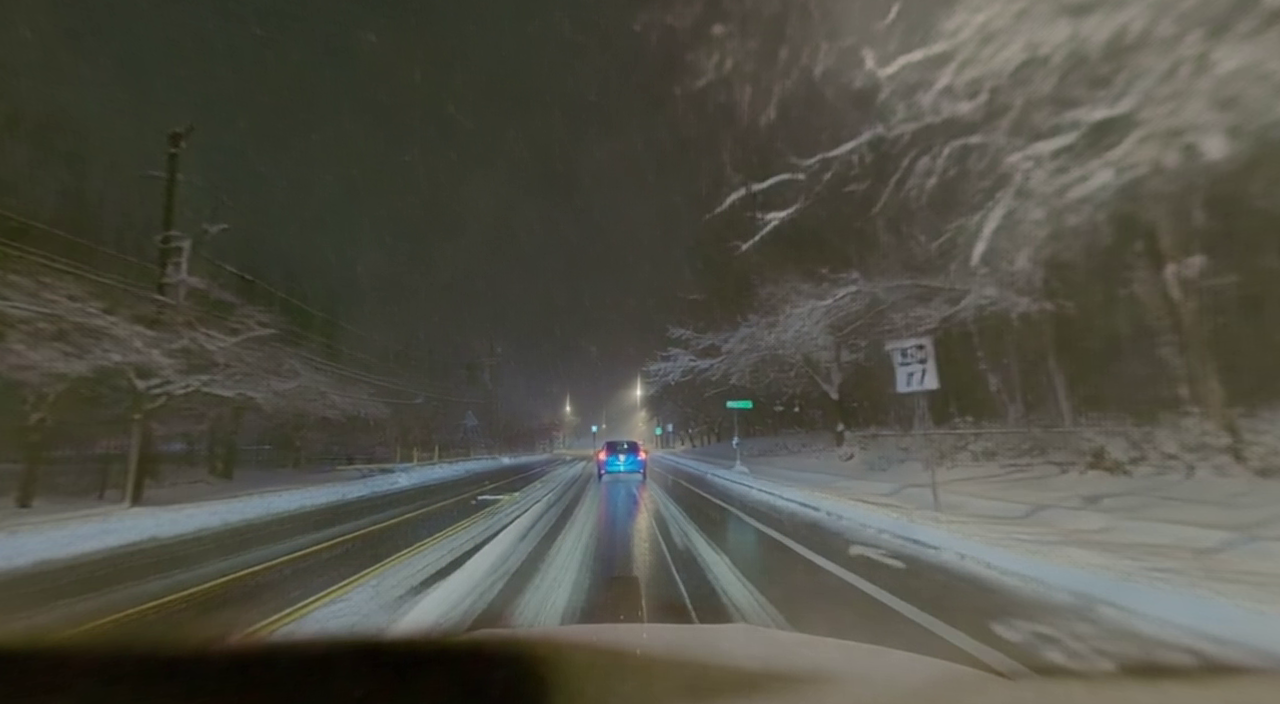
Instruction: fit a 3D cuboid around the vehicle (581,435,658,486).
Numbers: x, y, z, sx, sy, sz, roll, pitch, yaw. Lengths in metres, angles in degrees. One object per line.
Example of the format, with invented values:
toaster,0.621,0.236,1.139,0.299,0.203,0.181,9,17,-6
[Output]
vehicle,-0.660,3.590,21.186,2.295,1.510,4.364,0,-8,-1
